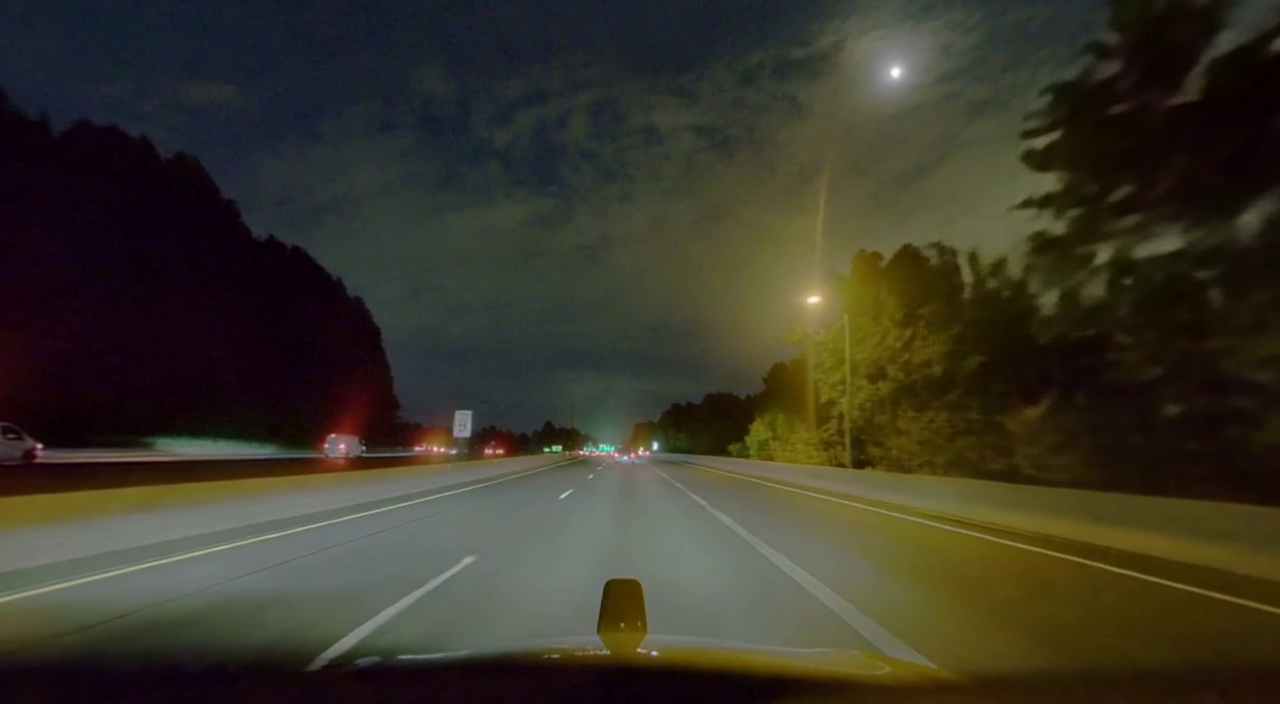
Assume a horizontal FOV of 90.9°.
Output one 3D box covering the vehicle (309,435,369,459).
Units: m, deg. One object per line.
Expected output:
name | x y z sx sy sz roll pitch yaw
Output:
vehicle | -19.714 6.286 41.523 1.901 1.465 4.173 0 -9 0
